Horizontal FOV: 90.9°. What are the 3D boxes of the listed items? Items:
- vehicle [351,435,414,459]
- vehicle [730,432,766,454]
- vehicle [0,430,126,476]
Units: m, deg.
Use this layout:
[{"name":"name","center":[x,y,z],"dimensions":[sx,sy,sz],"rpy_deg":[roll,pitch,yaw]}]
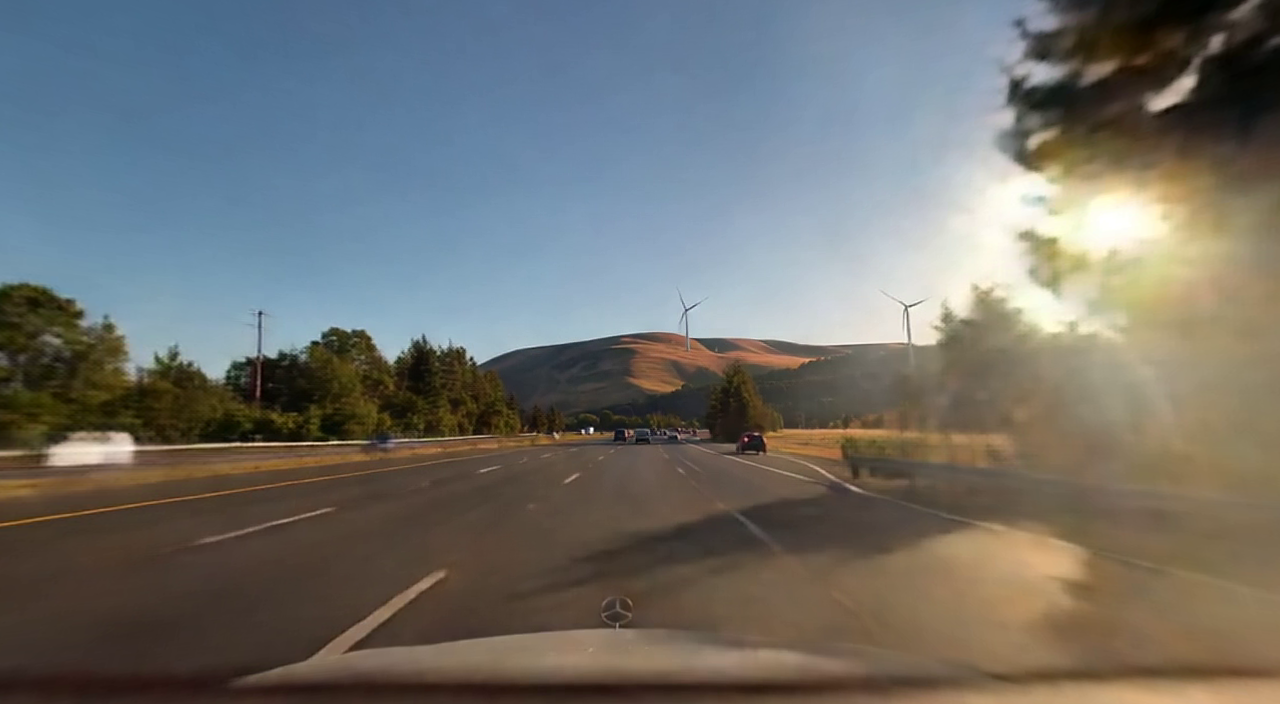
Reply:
[{"name":"vehicle","center":[-16.156,5.954,39.774],"dimensions":[1.880,1.413,4.807],"rpy_deg":[0,-8,1]},{"name":"vehicle","center":[8.013,6.753,46.888],"dimensions":[1.926,1.559,2.968],"rpy_deg":[1,-8,-6]},{"name":"vehicle","center":[-23.329,3.923,24.930],"dimensions":[2.087,1.633,4.555],"rpy_deg":[0,-8,-1]}]
